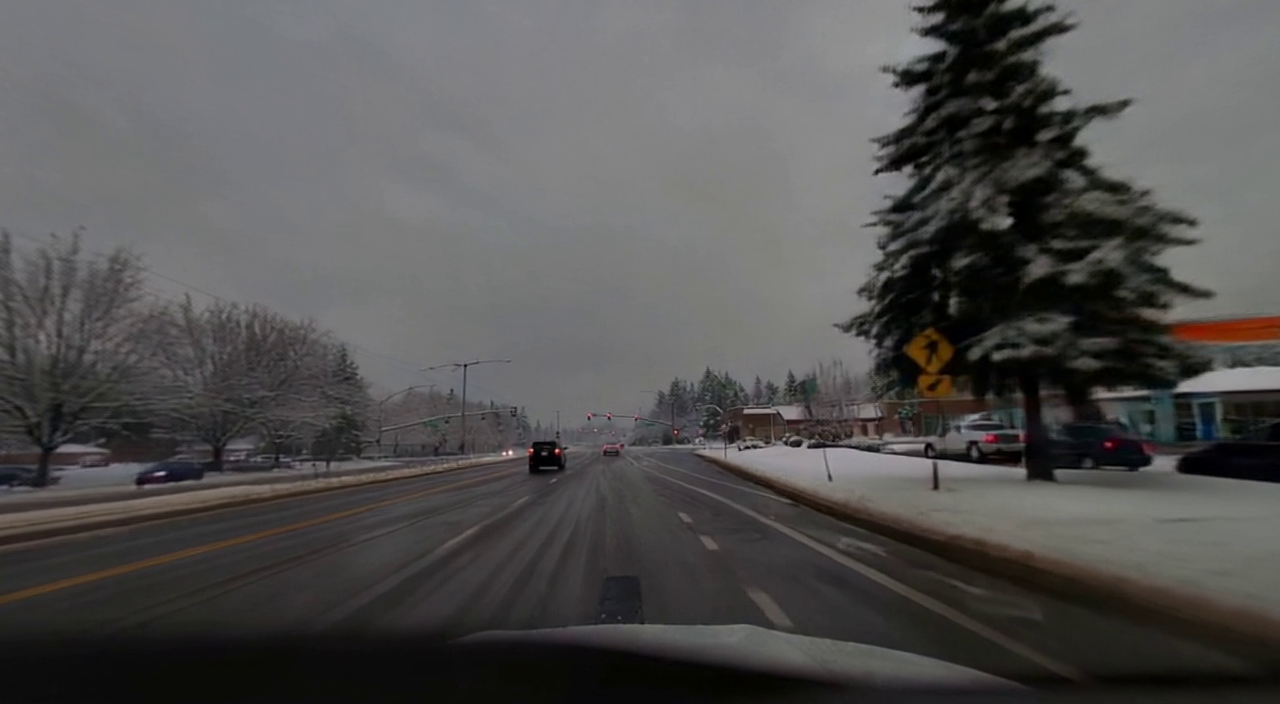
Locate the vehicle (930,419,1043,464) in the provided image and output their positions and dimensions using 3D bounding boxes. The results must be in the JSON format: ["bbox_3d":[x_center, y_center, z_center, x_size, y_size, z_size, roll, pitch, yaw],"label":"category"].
[{"bbox_3d":[13.781,3.600,25.386,3.562,1.693,1.876,-1,-10,16],"label":"vehicle"}]

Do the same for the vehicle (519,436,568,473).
[{"bbox_3d":[-4.957,5.335,33.158,1.985,1.772,4.479,0,-8,-2],"label":"vehicle"}]

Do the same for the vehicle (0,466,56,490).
[{"bbox_3d":[-44.117,8.876,44.642,1.661,1.404,4.308,0,-8,-3],"label":"vehicle"}]

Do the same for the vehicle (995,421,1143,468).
[{"bbox_3d":[13.468,2.936,19.995,3.453,1.409,1.608,0,-9,1],"label":"vehicle"}]

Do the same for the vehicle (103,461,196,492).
[{"bbox_3d":[-26.940,6.833,34.930,1.802,1.448,4.408,0,-9,-4],"label":"vehicle"}]

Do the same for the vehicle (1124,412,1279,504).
[{"bbox_3d":[12.842,1.978,12.578,4.612,1.491,2.061,-4,-8,0],"label":"vehicle"}]
